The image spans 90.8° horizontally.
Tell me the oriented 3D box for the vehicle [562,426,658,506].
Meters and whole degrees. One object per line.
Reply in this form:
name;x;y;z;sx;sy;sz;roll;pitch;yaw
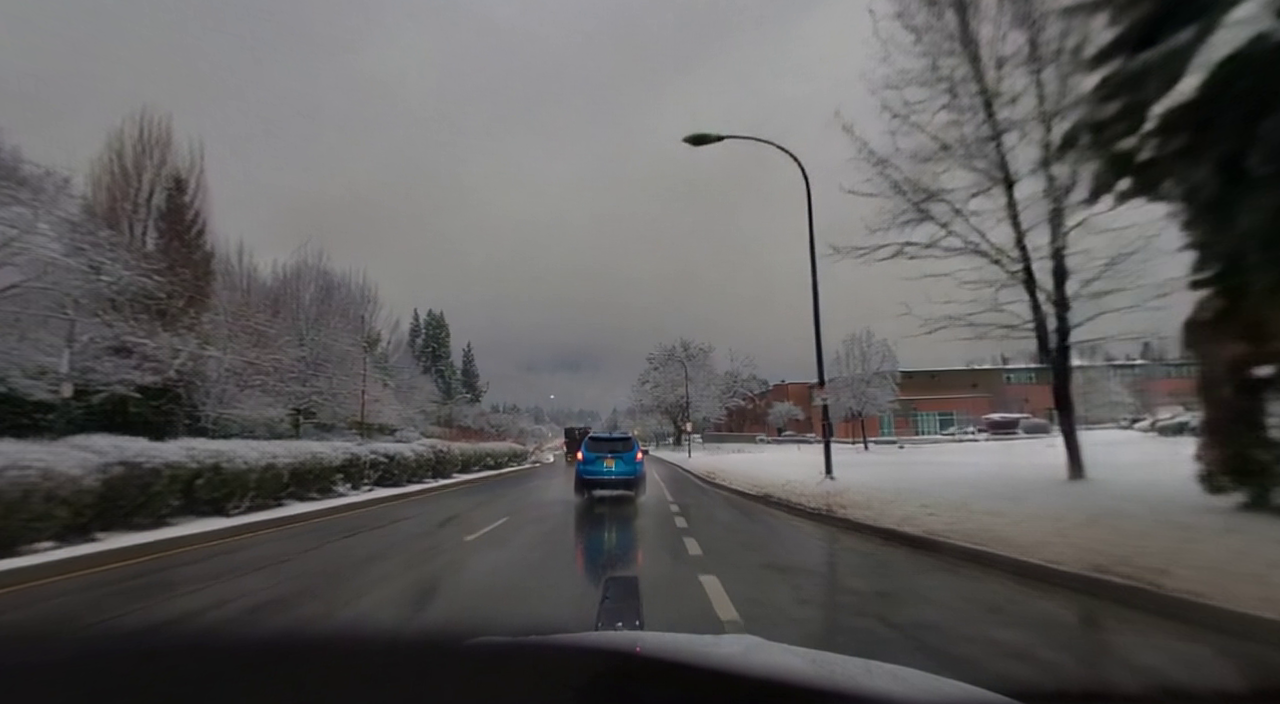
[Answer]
vehicle;-0.689;2.877;16.321;2.131;1.761;4.242;0;-8;0
